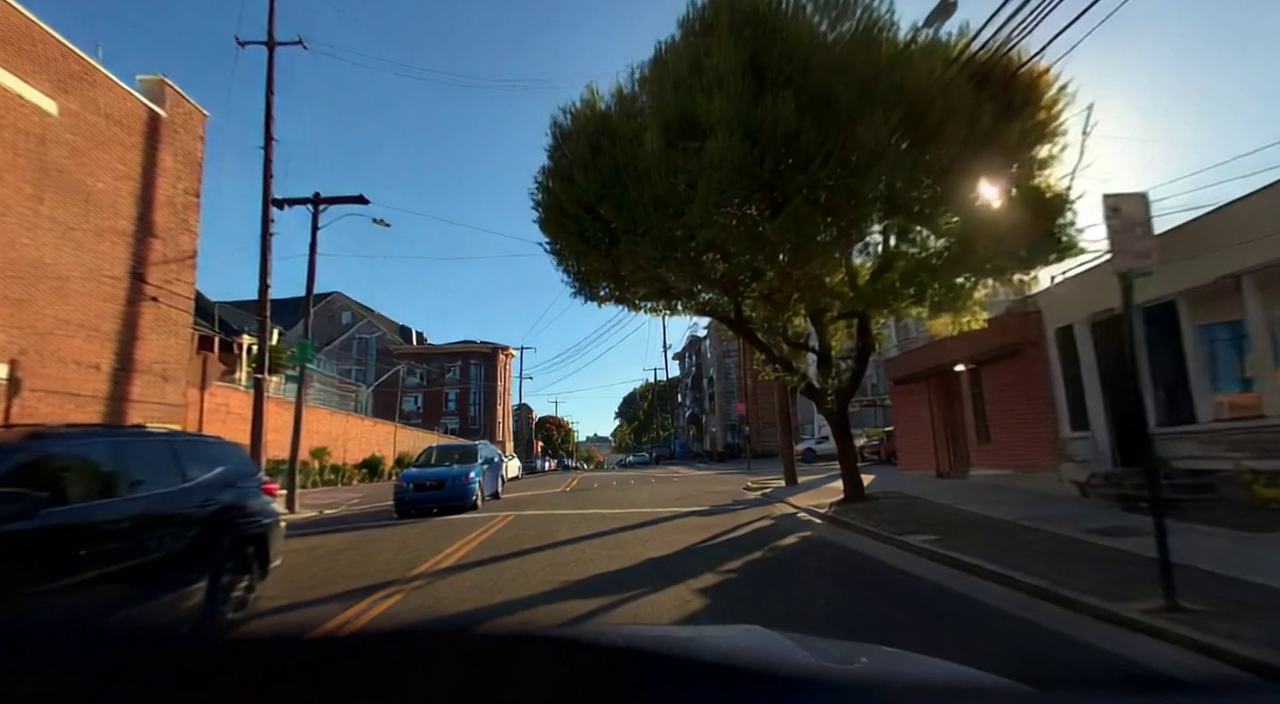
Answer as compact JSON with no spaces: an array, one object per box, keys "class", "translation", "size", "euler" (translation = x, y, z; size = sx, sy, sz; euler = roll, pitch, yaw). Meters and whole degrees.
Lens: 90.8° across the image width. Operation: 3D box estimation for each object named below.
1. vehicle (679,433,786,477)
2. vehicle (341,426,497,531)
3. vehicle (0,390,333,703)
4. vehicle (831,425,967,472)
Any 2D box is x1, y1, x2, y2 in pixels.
[{"class":"vehicle","translation":[3.877,4.284,26.550],"size":[3.994,1.736,2.059],"euler":[4,-9,-28]},{"class":"vehicle","translation":[-4.453,2.575,13.560],"size":[1.918,1.823,4.536],"euler":[0,-8,-3]},{"class":"vehicle","translation":[-4.551,1.262,4.319],"size":[2.236,1.834,4.743],"euler":[-1,-8,4]},{"class":"vehicle","translation":[11.426,4.317,28.262],"size":[5.167,1.895,2.140],"euler":[-2,-8,8]}]
